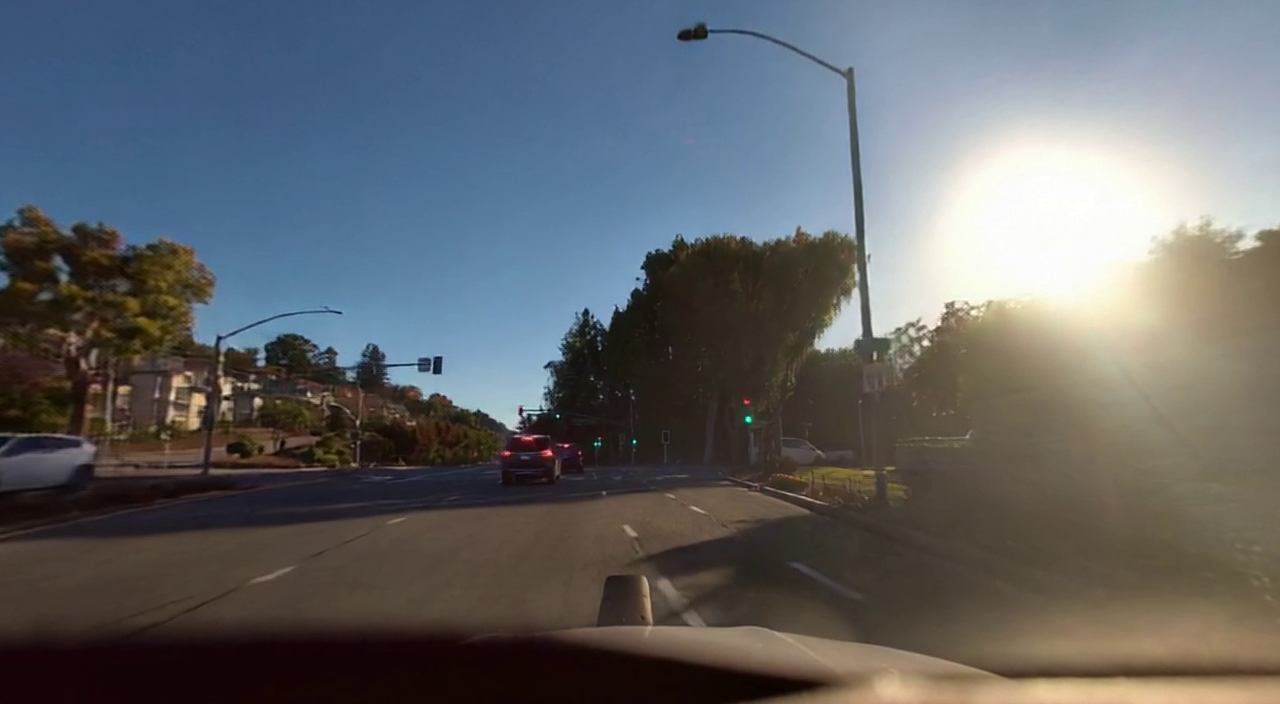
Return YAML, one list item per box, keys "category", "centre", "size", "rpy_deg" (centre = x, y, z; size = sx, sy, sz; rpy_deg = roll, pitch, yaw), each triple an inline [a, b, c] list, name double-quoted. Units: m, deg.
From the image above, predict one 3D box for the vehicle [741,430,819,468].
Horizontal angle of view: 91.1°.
- category: "vehicle"
  centre: [11.168, 7.677, 49.847]
  size: [6.269, 2.785, 2.334]
  rpy_deg: [6, -10, -34]

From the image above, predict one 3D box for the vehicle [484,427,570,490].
- category: "vehicle"
  centre: [-3.570, 3.453, 20.678]
  size: [2.152, 1.822, 4.391]
  rpy_deg: [0, -9, -2]

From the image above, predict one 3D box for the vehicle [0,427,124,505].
- category: "vehicle"
  centre: [-16.192, 2.886, 16.114]
  size: [2.086, 1.797, 4.749]
  rpy_deg: [1, -9, -5]
